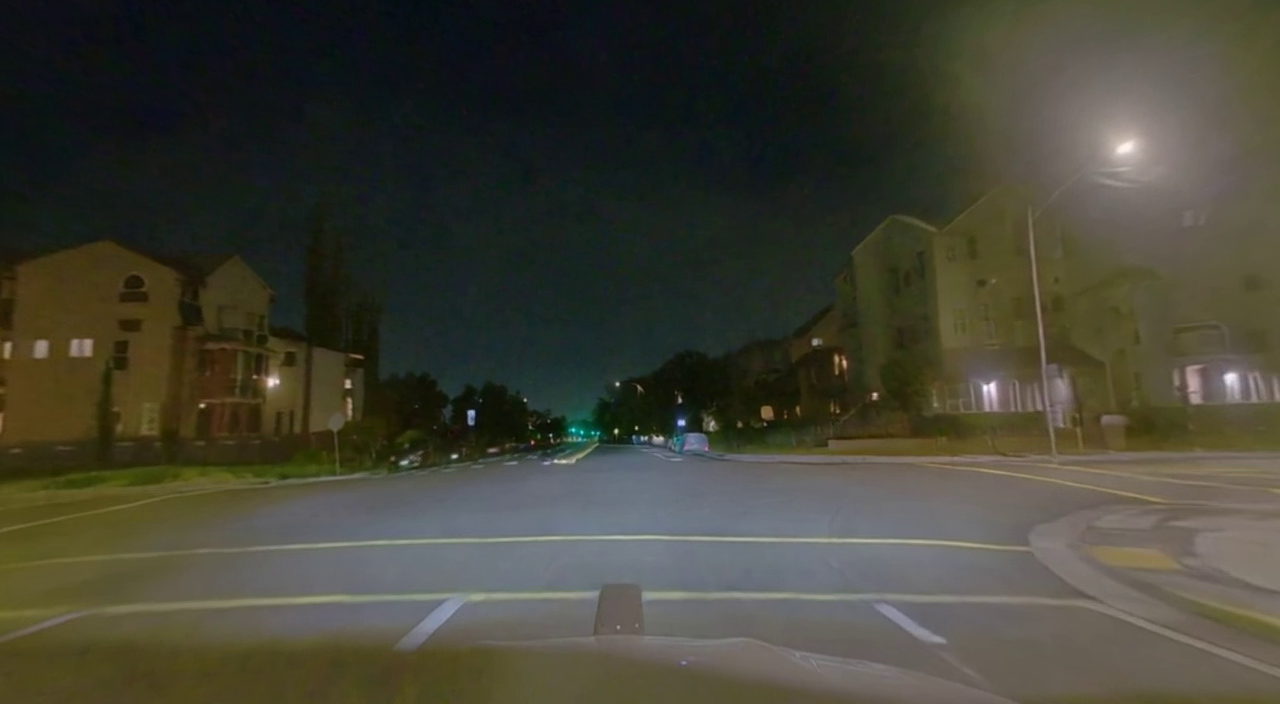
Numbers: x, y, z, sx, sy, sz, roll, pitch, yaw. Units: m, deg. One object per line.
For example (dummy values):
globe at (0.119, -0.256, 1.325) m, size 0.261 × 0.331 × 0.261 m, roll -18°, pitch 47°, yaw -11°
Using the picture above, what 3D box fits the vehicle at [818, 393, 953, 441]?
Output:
vehicle at (13.167, 3.608, 34.196) m, size 6.244 × 2.050 × 2.209 m, roll -10°, pitch -13°, yaw 38°

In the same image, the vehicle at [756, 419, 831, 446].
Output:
vehicle at (10.365, 5.485, 42.830) m, size 4.512 × 1.477 × 1.927 m, roll -3°, pitch -9°, yaw -3°

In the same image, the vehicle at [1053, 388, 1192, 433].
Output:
vehicle at (22.781, 2.785, 29.968) m, size 4.831 × 2.013 × 2.082 m, roll 0°, pitch -8°, yaw -2°

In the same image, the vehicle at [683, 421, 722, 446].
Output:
vehicle at (4.708, 6.239, 48.115) m, size 2.184 × 1.770 × 4.651 m, roll 0°, pitch -8°, yaw -4°

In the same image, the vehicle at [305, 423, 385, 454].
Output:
vehicle at (-21.134, 6.239, 45.355) m, size 4.828 × 2.134 × 2.187 m, roll -3°, pitch -9°, yaw 16°

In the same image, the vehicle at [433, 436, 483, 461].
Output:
vehicle at (-11.197, 5.991, 39.259) m, size 1.948 × 1.410 × 4.361 m, roll 0°, pitch -8°, yaw -2°

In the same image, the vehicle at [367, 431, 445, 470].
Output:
vehicle at (-11.302, 4.786, 30.864) m, size 2.037 × 1.755 × 4.434 m, roll 0°, pitch -8°, yaw 1°
